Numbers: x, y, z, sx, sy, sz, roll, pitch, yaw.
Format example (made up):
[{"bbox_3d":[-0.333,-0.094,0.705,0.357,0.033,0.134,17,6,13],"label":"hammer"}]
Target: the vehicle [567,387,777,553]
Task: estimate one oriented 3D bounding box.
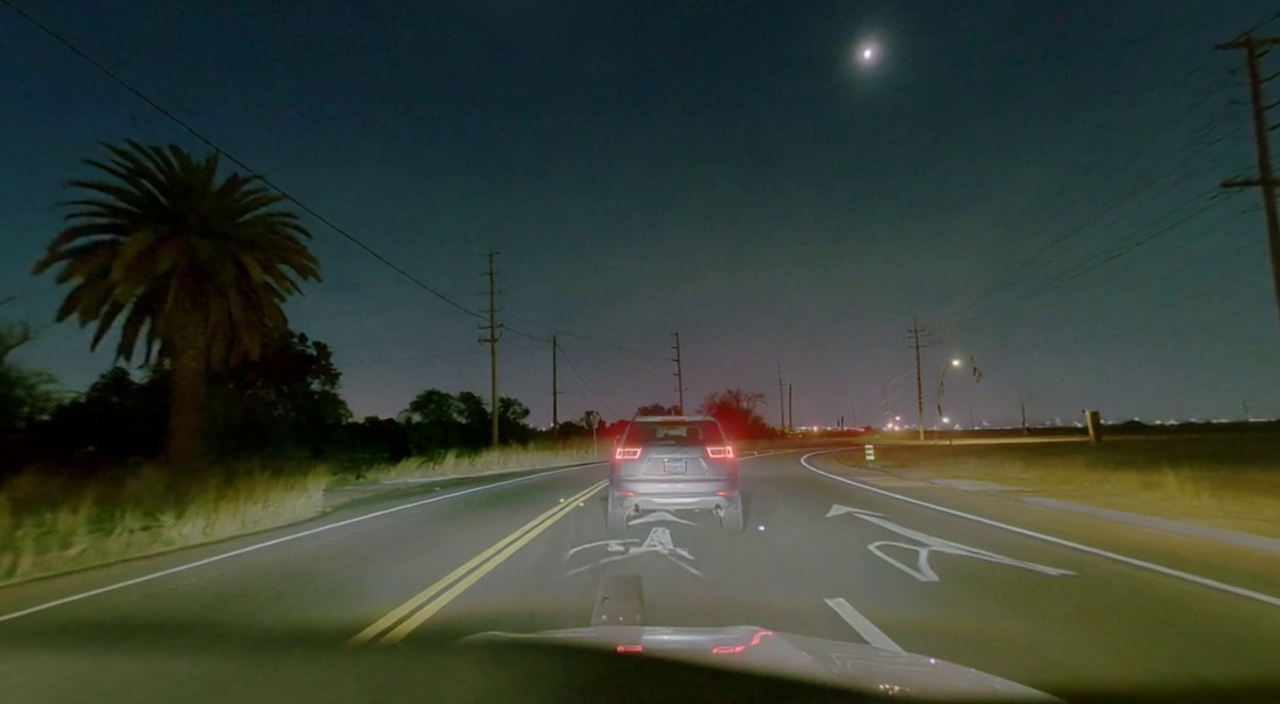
[{"bbox_3d":[0.322,1.650,9.462,2.364,1.859,4.538,0,-8,-1],"label":"vehicle"}]
